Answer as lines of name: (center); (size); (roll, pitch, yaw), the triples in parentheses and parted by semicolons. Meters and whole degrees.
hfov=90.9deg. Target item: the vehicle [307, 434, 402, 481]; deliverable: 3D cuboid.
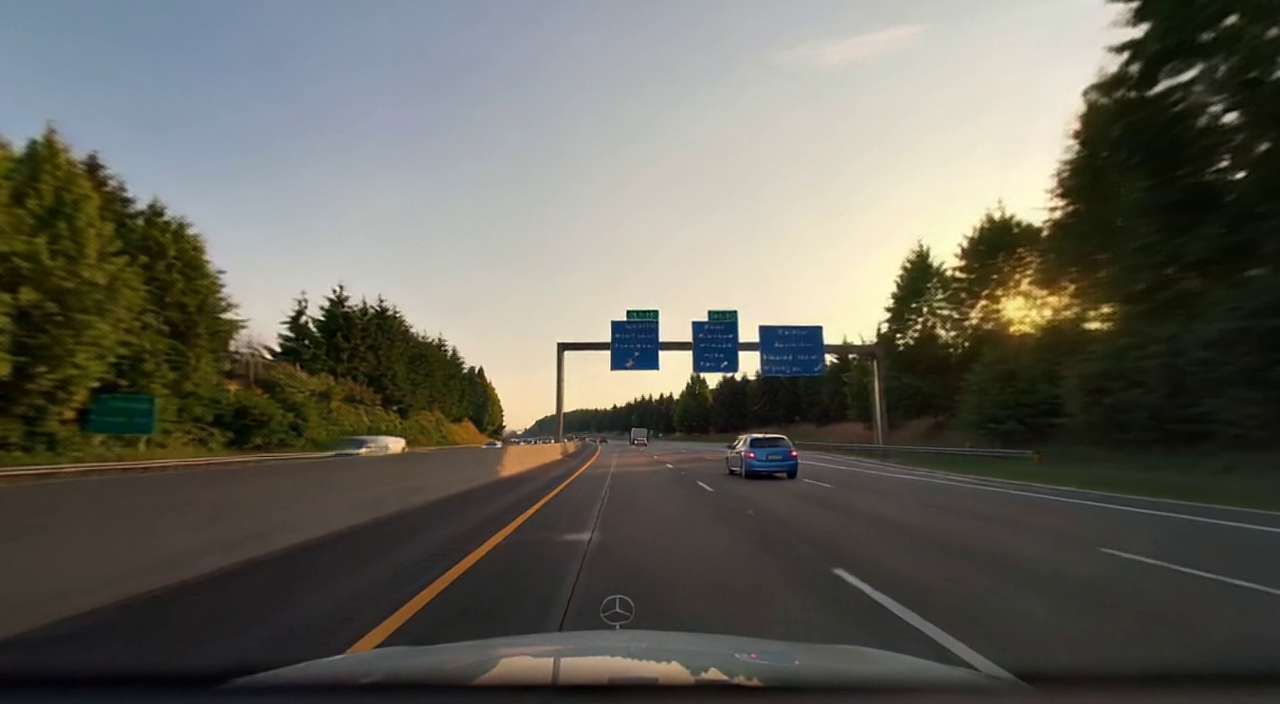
vehicle: (-13.223, 4.867, 29.575); (2.282, 2.023, 4.788); (0, -8, -2)

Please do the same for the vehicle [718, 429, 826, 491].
vehicle: (3.544, 2.973, 17.771); (1.958, 1.526, 4.227); (0, -8, -2)
